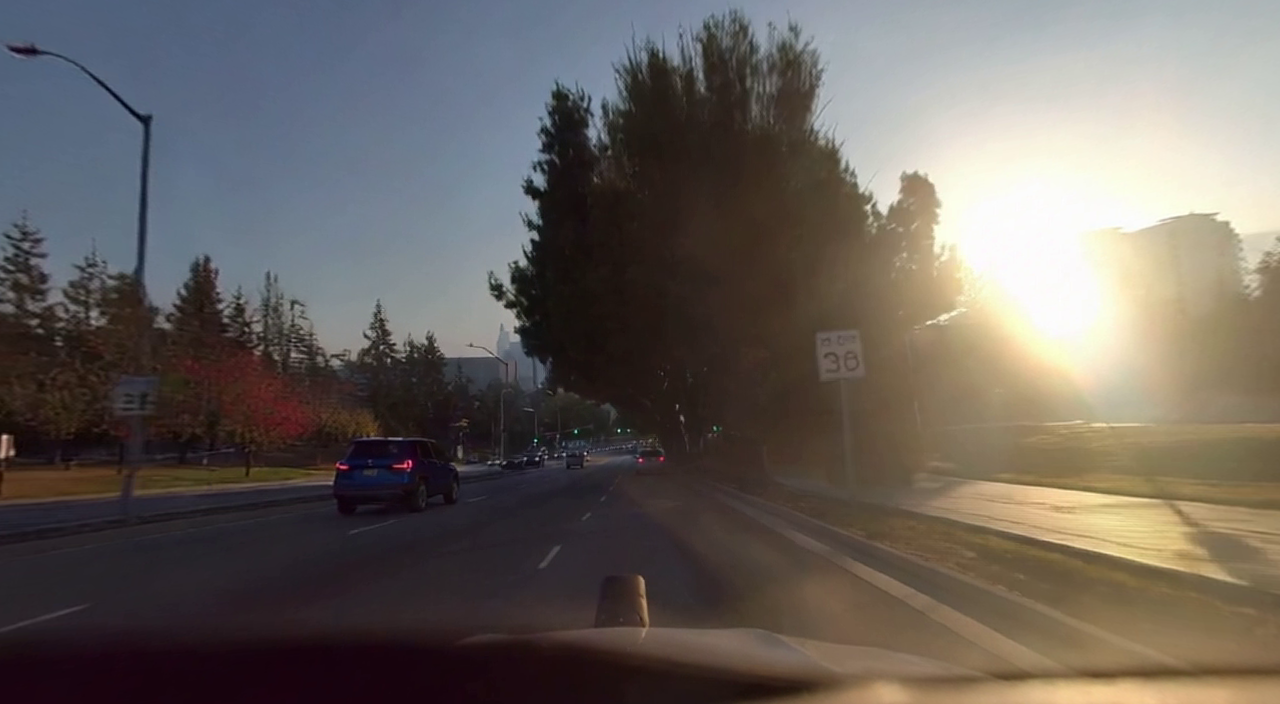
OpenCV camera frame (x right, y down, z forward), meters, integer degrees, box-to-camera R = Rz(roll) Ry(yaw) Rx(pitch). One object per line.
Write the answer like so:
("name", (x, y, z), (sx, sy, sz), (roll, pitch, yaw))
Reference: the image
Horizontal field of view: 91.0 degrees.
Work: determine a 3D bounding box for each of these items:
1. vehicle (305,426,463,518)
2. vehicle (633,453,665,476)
("vehicle", (-5.993, 2.846, 15.437), (2.027, 1.908, 4.273), (0, -9, 0))
("vehicle", (0.588, 7.806, 43.862), (2.091, 1.494, 3.962), (0, -9, -1))
